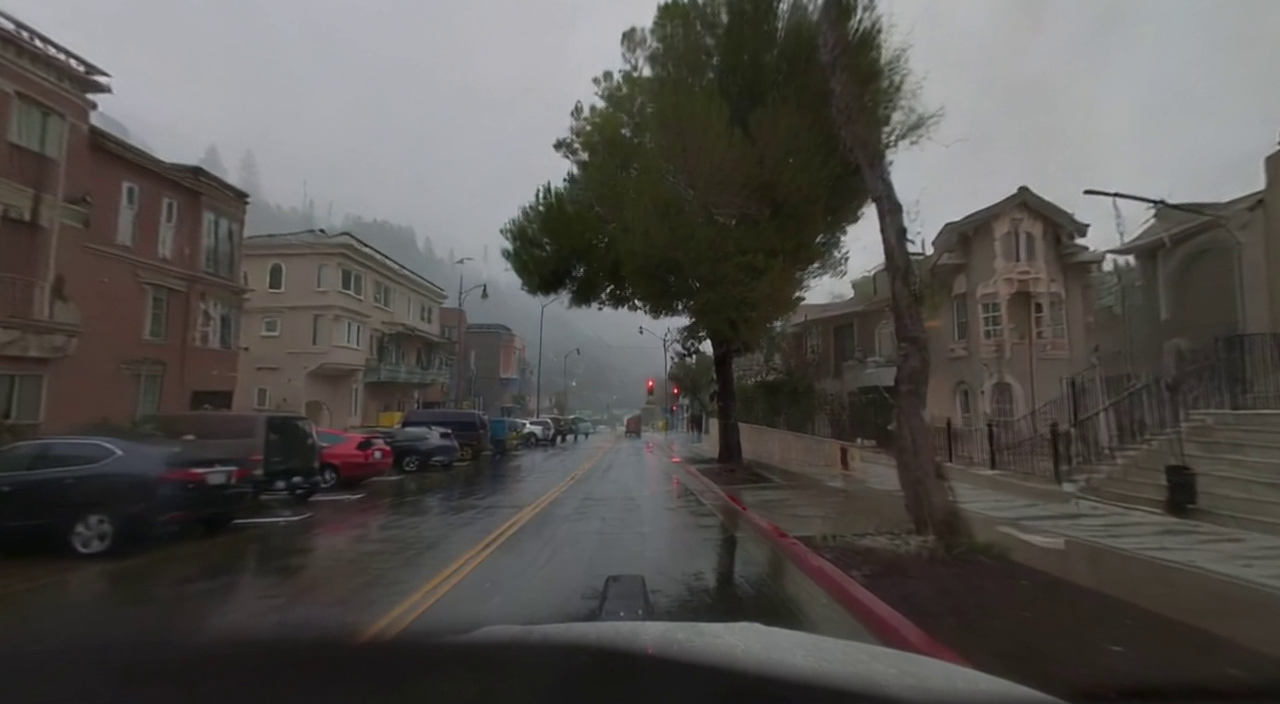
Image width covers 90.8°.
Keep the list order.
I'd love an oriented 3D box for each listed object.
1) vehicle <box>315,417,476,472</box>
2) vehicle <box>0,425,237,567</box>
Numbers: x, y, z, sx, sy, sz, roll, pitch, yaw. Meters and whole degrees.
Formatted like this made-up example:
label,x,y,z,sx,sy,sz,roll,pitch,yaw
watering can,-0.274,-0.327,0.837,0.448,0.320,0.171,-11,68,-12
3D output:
label,x,y,z,sx,sy,sz,roll,pitch,yaw
vehicle,-8.511,3.268,22.367,4.854,1.832,1.964,0,-8,1
vehicle,-7.425,1.634,7.512,3.952,1.459,1.797,0,-8,-3
